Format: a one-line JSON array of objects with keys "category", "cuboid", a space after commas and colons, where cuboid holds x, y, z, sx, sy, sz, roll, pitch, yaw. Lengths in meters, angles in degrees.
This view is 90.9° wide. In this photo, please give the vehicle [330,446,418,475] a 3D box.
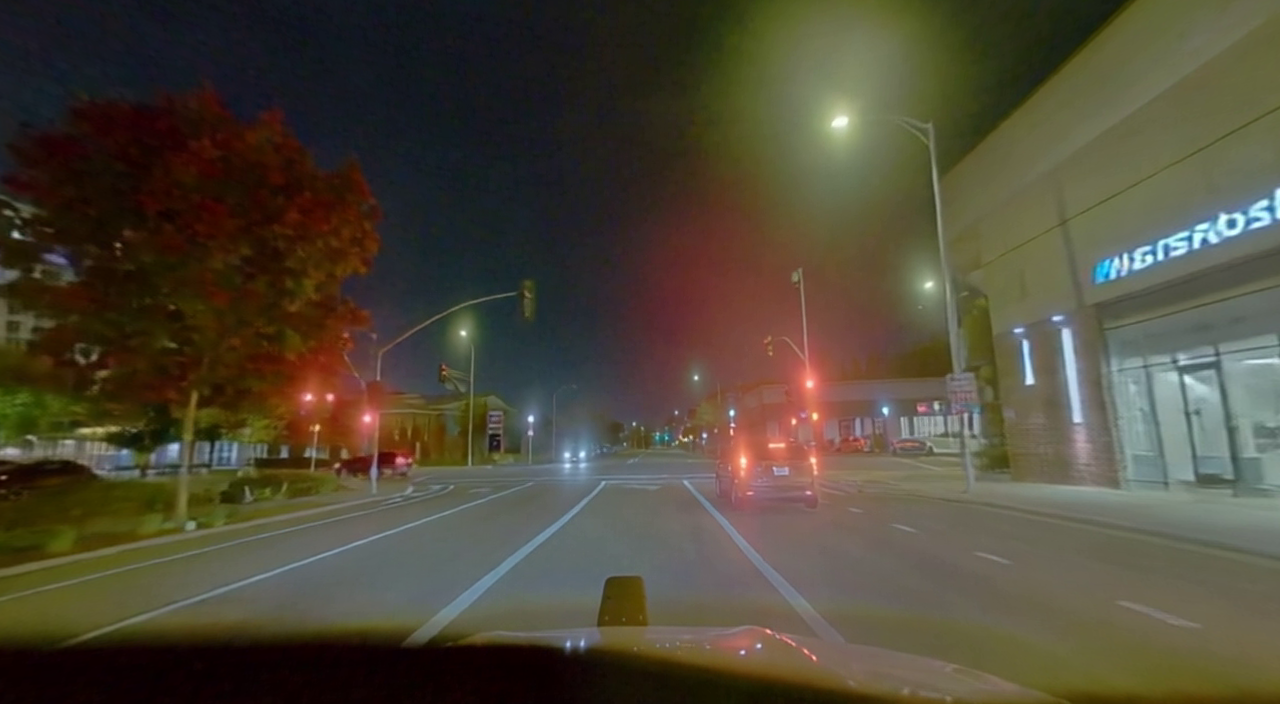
[{"category": "vehicle", "cuboid": [-14.975, 6.085, 35.572, 4.037, 1.562, 2.099, -3, -9, 16]}]

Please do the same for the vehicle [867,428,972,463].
[{"category": "vehicle", "cuboid": [14.836, 4.976, 33.672, 4.611, 1.778, 1.939, 0, -8, 0]}]

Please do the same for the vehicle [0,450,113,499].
[{"category": "vehicle", "cuboid": [-23.114, 4.688, 24.554, 1.757, 1.699, 3.854, 0, -8, 1]}]

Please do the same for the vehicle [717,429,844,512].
[{"category": "vehicle", "cuboid": [2.954, 2.580, 14.130, 1.947, 1.576, 3.825, 0, -8, 0]}]
